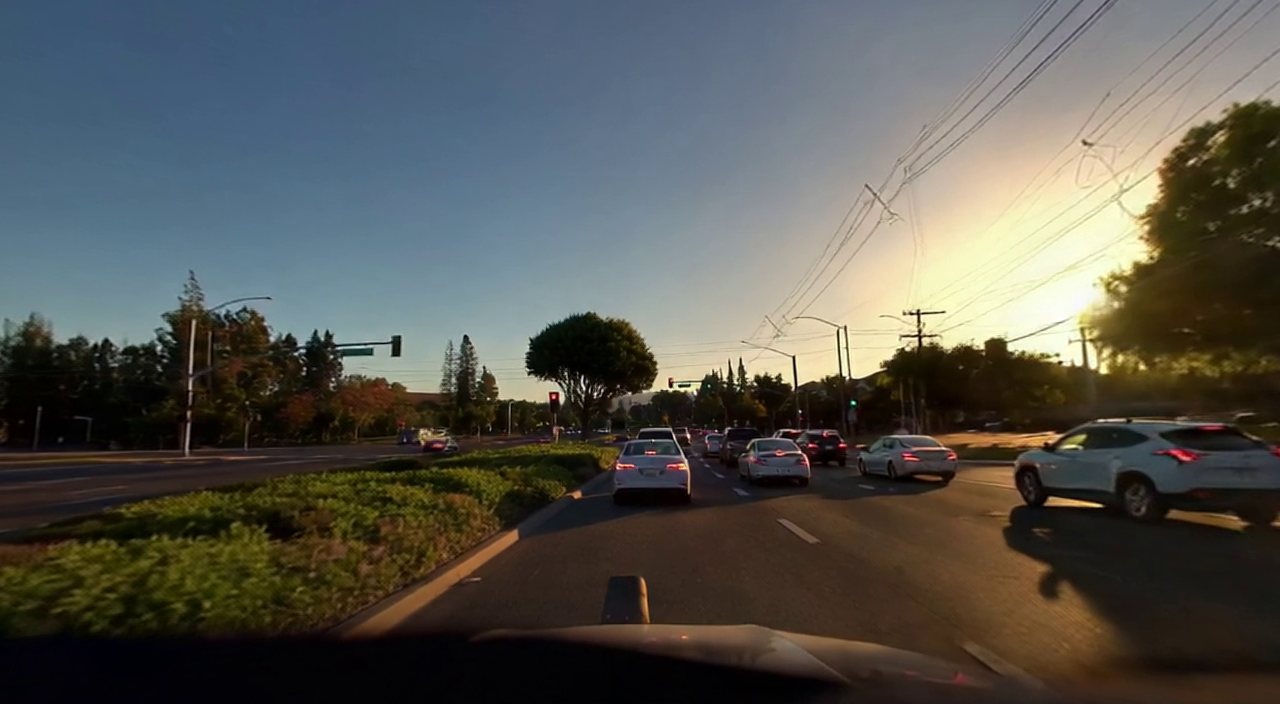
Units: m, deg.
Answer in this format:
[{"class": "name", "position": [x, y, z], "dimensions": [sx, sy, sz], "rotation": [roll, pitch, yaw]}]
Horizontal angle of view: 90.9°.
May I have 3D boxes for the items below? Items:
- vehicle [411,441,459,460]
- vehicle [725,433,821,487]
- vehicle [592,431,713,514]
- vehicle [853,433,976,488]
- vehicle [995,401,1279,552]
[{"class": "vehicle", "position": [-15.827, 7.610, 48.932], "dimensions": [1.986, 1.404, 4.177], "rotation": [-1, -8, 5]}, {"class": "vehicle", "position": [3.944, 3.306, 19.554], "dimensions": [2.028, 1.454, 4.531], "rotation": [0, -8, 0]}, {"class": "vehicle", "position": [0.266, 2.526, 13.730], "dimensions": [2.208, 1.498, 4.401], "rotation": [0, -8, 1]}, {"class": "vehicle", "position": [8.199, 3.277, 19.350], "dimensions": [1.905, 1.483, 4.469], "rotation": [-1, -8, 3]}, {"class": "vehicle", "position": [8.281, 1.864, 10.146], "dimensions": [2.195, 1.802, 5.051], "rotation": [0, -8, 1]}]
